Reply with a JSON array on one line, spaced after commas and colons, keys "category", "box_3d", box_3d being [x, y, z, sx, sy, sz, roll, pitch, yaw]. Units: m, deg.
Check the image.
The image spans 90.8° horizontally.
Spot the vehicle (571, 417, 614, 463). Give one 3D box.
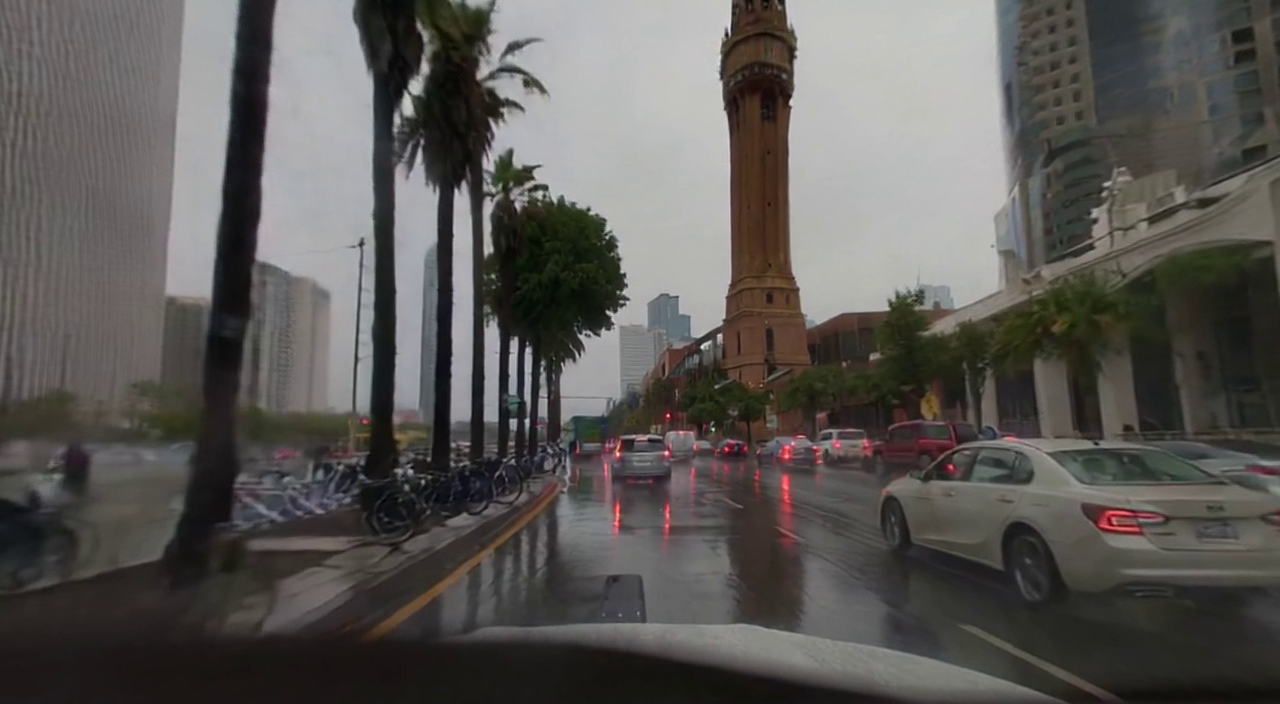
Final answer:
[{"category": "vehicle", "box_3d": [-3.327, 5.991, 42.794, 2.400, 2.872, 6.053, 1, -9, -9]}]

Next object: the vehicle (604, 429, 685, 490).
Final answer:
[{"category": "vehicle", "box_3d": [0.008, 3.182, 18.887, 2.111, 1.605, 3.832, 0, -9, -4]}]

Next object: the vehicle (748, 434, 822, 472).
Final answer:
[{"category": "vehicle", "box_3d": [6.903, 4.889, 30.690, 2.067, 1.641, 4.569, 1, -9, -7]}]

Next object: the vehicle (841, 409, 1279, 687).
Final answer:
[{"category": "vehicle", "box_3d": [3.819, 1.426, 5.904, 2.116, 1.500, 4.702, 0, -9, -3]}]
